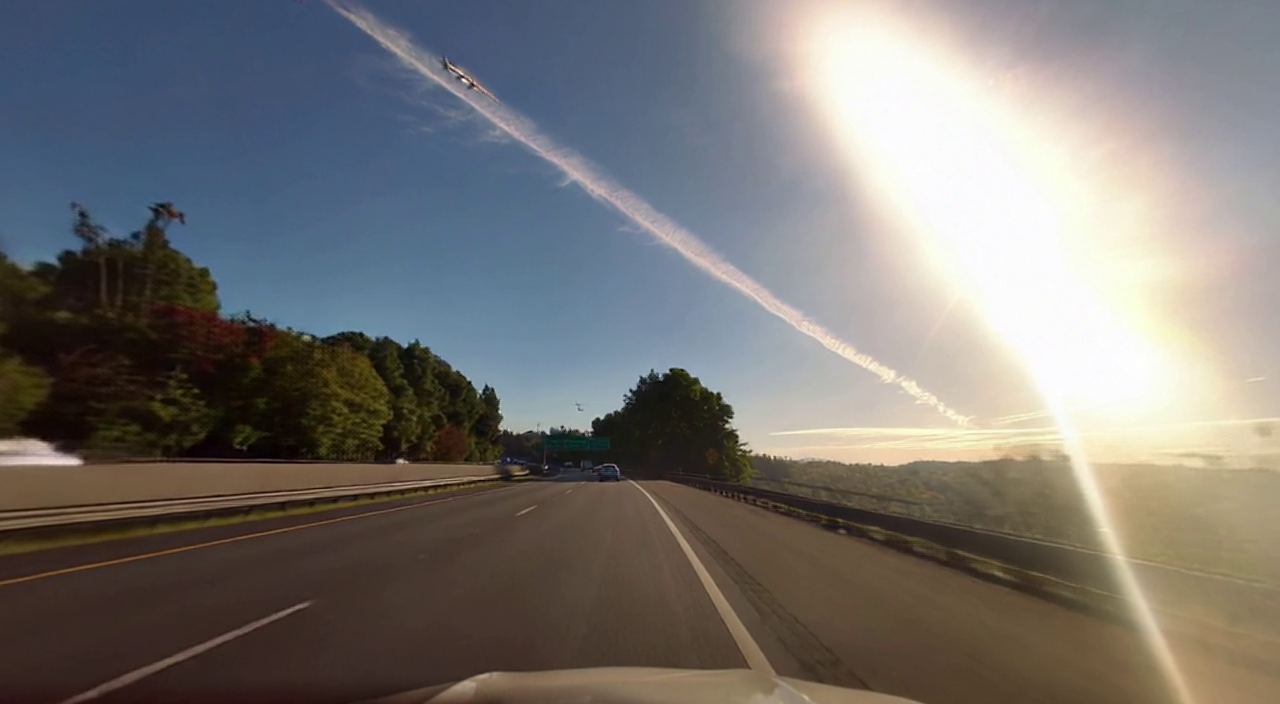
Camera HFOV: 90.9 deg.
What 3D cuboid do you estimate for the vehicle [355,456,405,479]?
[{"bbox_3d":[-18.984,8.477,46.232,1.874,1.601,4.334,1,-11,-1],"label":"vehicle"}]
